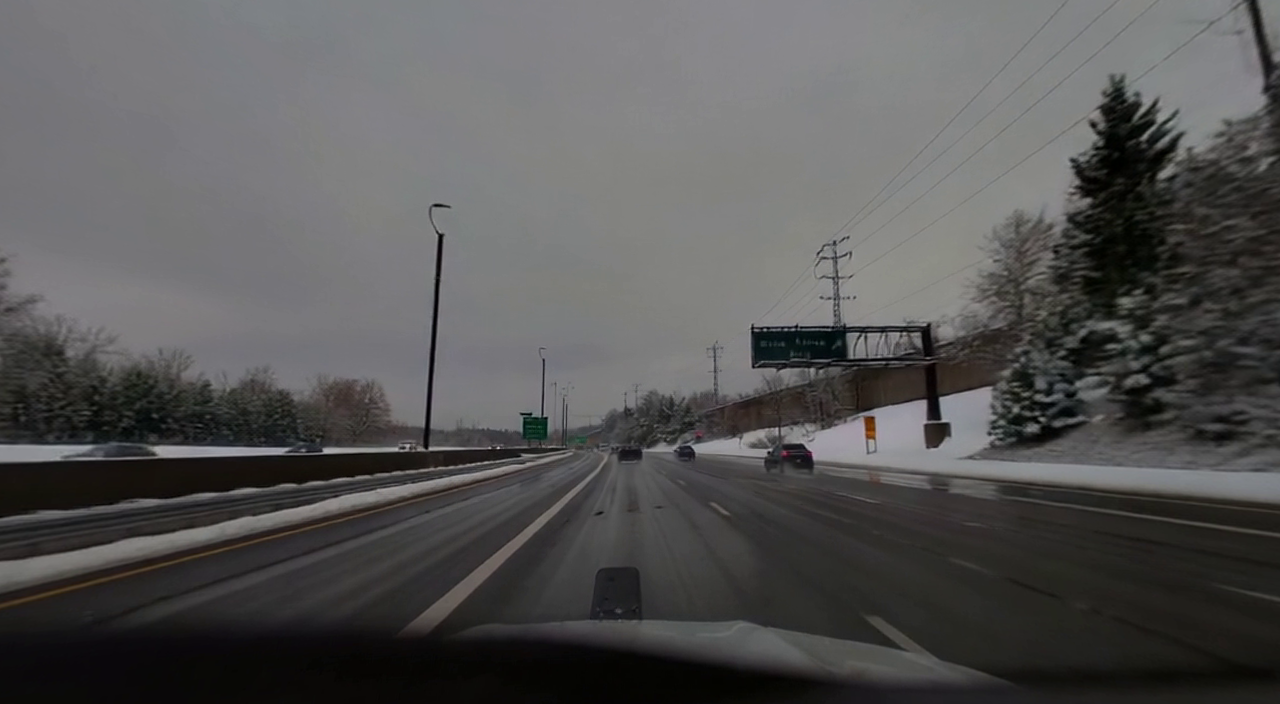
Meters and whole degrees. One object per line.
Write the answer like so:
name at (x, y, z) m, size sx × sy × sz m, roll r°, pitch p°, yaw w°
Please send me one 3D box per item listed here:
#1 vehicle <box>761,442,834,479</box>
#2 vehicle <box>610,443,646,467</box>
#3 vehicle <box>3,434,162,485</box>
vehicle at (6.670, 4.626, 27.234) m, size 1.876 × 1.451 × 4.154 m, roll 0°, pitch -9°, yaw -3°
vehicle at (-0.825, 6.626, 40.825) m, size 2.109 × 1.489 × 4.027 m, roll 0°, pitch -9°, yaw -4°
vehicle at (-20.355, 3.935, 23.424) m, size 1.901 × 1.689 × 4.398 m, roll 0°, pitch -9°, yaw -2°
